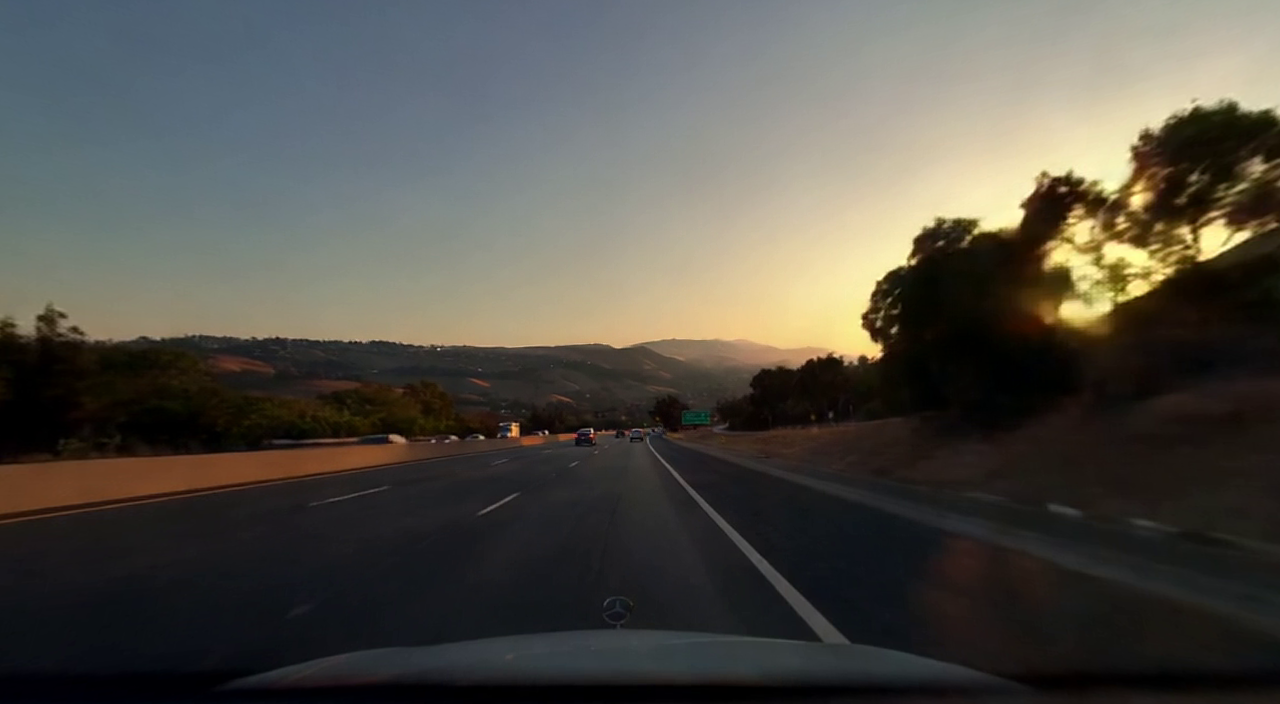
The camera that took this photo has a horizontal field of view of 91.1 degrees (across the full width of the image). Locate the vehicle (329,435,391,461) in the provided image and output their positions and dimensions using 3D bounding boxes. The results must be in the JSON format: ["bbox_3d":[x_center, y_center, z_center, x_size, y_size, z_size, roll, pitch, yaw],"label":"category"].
[{"bbox_3d":[-16.426,5.626,37.068,1.881,1.464,4.047,0,-8,-1],"label":"vehicle"}]
